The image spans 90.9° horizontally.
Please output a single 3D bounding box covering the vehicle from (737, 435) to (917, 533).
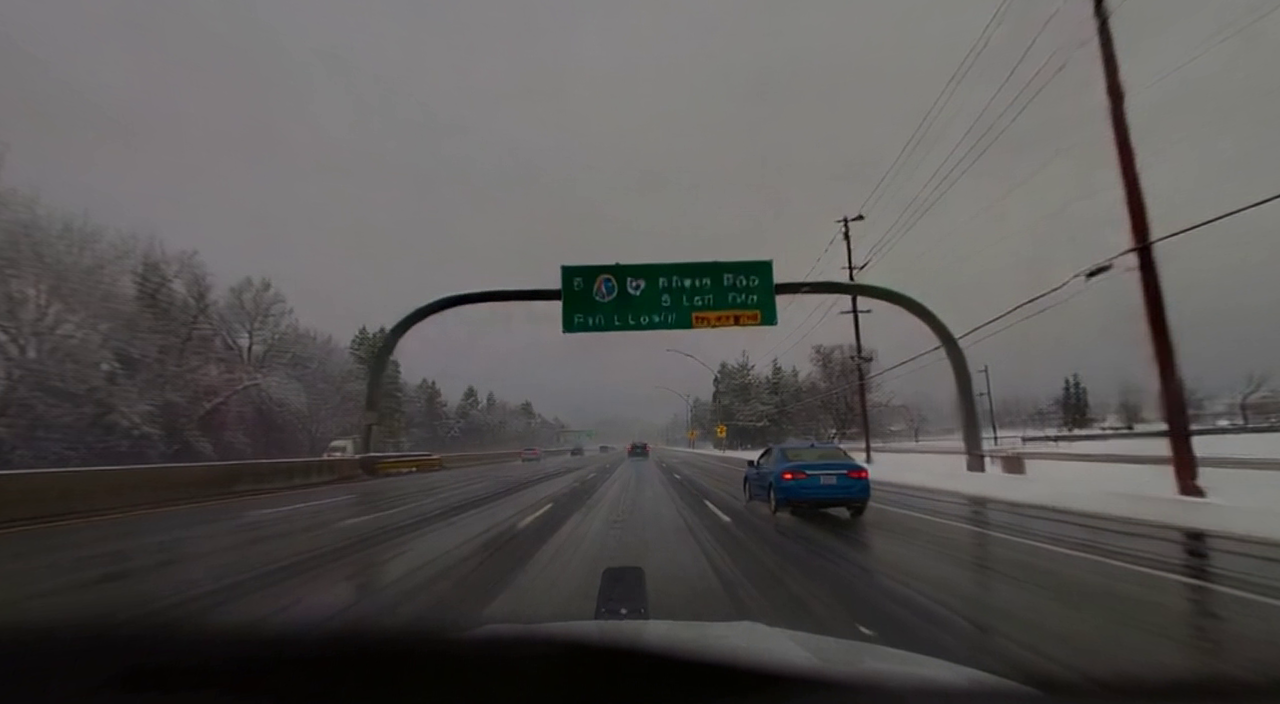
[{"bbox_3d":[3.307,2.424,12.251,2.060,1.526,4.387,0,-8,-1],"label":"vehicle"}]

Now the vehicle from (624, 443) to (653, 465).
[{"bbox_3d":[-0.091,7.453,46.224,2.036,1.474,3.969,0,-8,0],"label":"vehicle"}]
